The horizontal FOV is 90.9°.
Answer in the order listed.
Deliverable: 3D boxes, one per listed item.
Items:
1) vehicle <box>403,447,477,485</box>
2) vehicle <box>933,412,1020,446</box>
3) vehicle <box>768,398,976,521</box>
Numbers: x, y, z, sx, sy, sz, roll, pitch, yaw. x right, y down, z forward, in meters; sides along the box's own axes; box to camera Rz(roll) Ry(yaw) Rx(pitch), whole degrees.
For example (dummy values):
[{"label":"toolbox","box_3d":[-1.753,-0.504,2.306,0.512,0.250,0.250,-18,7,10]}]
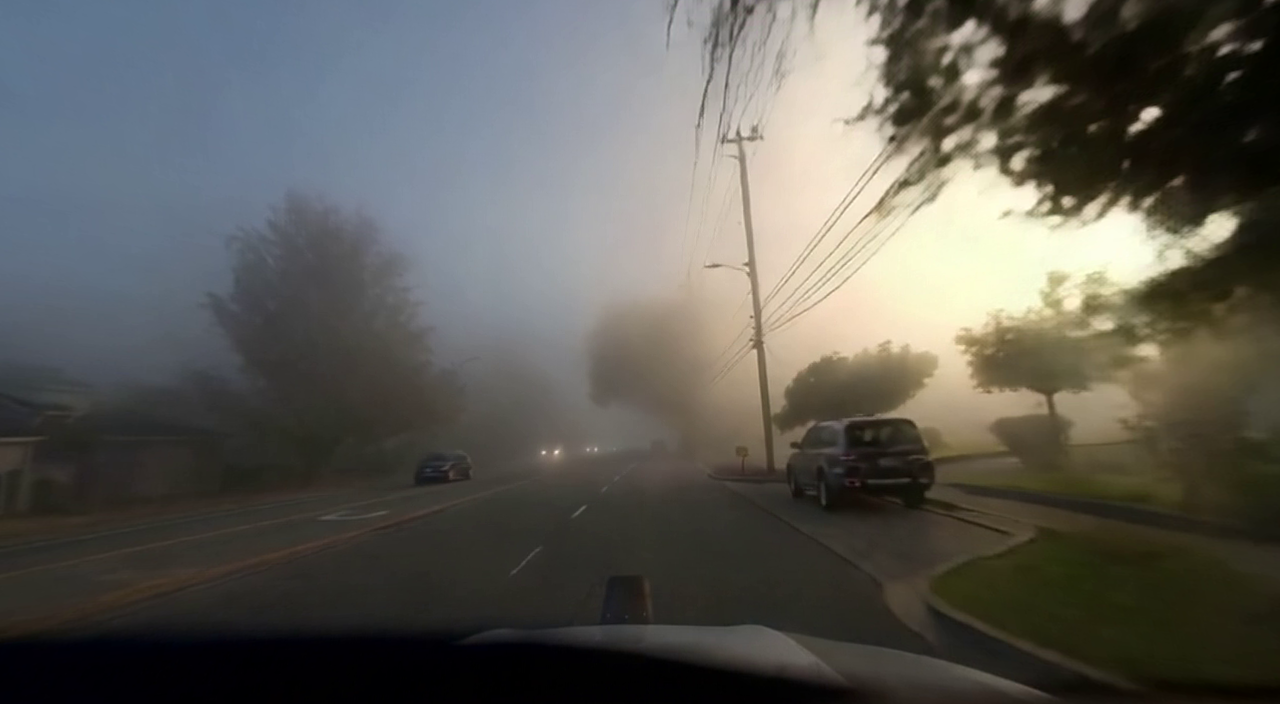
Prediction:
[{"label":"vehicle","box_3d":[-8.849,5.051,28.276,1.915,1.539,4.106,-1,-8,1]},{"label":"vehicle","box_3d":[22.096,5.089,41.536,4.389,1.751,2.158,-4,-14,5]},{"label":"vehicle","box_3d":[4.177,2.064,12.468,2.228,1.885,4.854,-1,-8,0]}]
